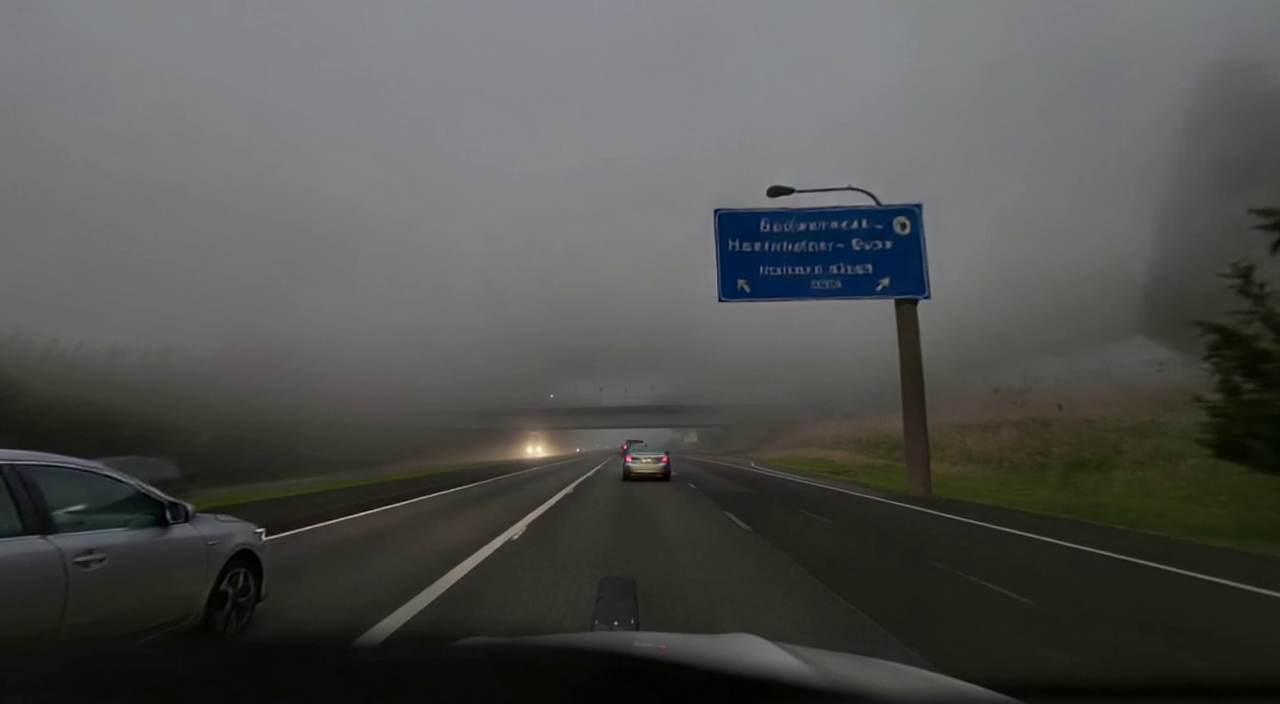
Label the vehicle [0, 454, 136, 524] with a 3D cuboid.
[{"bbox_3d":[-14.974,3.254,15.210,1.876,1.450,4.551,0,-8,-1],"label":"vehicle"}]

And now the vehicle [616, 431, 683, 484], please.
[{"bbox_3d":[0.220,3.634,21.942,2.092,1.636,4.024,0,-8,-2],"label":"vehicle"}]
